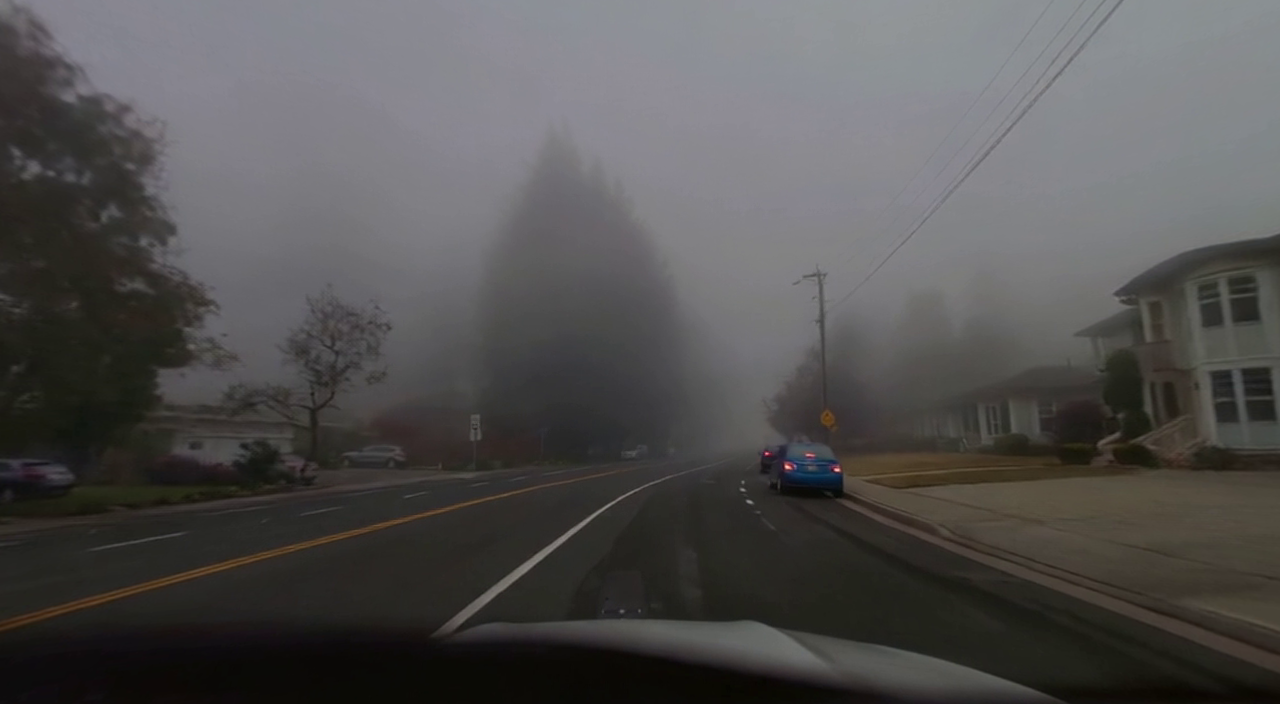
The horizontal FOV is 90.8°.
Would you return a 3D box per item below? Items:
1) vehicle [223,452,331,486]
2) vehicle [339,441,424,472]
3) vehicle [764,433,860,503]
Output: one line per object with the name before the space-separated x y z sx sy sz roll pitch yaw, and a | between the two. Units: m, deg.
vehicle | -17.469 5.597 30.467 4.284 1.549 1.828 -2 -9 12
vehicle | -18.290 7.387 44.782 5.134 2.110 2.040 -1 -9 6
vehicle | 4.914 3.349 18.687 1.989 1.782 4.351 -1 -9 6
